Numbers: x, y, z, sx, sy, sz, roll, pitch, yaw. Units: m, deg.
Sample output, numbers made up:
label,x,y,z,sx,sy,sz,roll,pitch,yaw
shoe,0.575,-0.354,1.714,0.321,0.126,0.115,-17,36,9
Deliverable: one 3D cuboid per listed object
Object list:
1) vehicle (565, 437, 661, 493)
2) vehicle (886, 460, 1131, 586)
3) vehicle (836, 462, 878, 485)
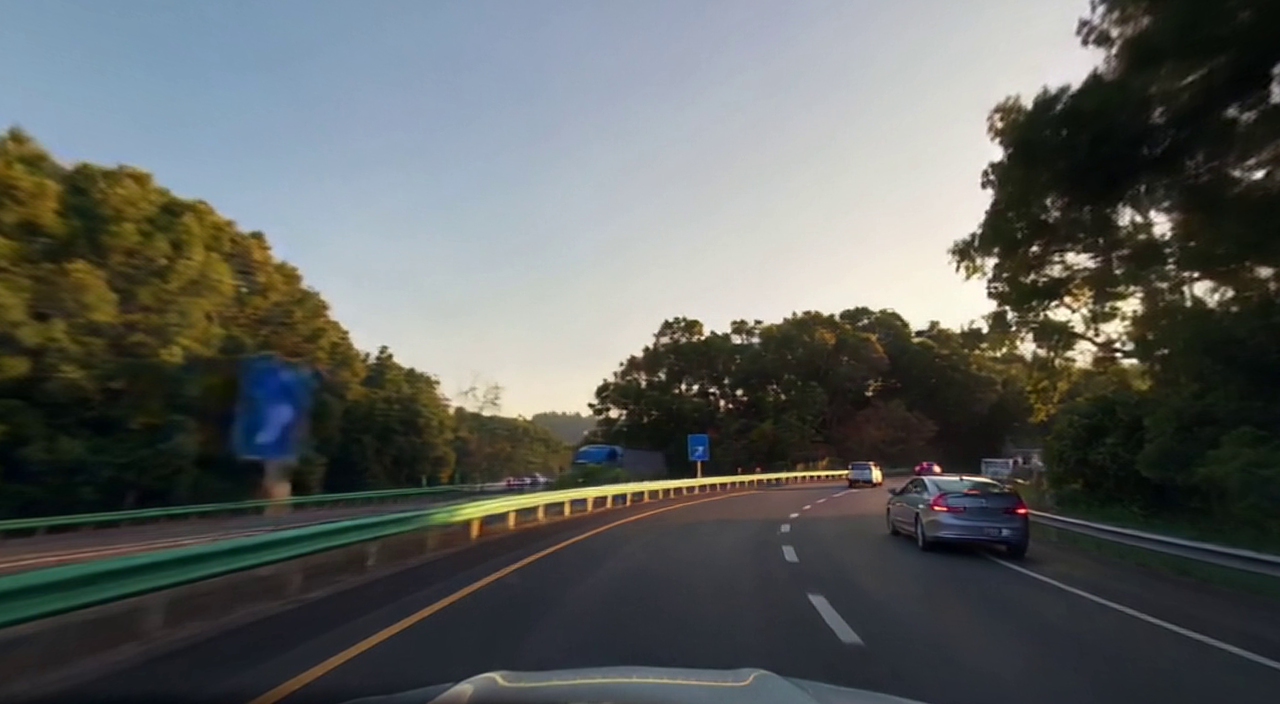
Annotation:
label,x,y,z,sx,sy,sz,roll,pitch,yaw
vehicle,-1.855,8.826,49.233,2.909,3.910,9.340,-5,-12,29
vehicle,5.707,2.653,10.511,2.023,1.593,4.105,-1,-11,8
vehicle,15.426,8.645,44.734,1.992,1.503,3.793,-6,-12,31
